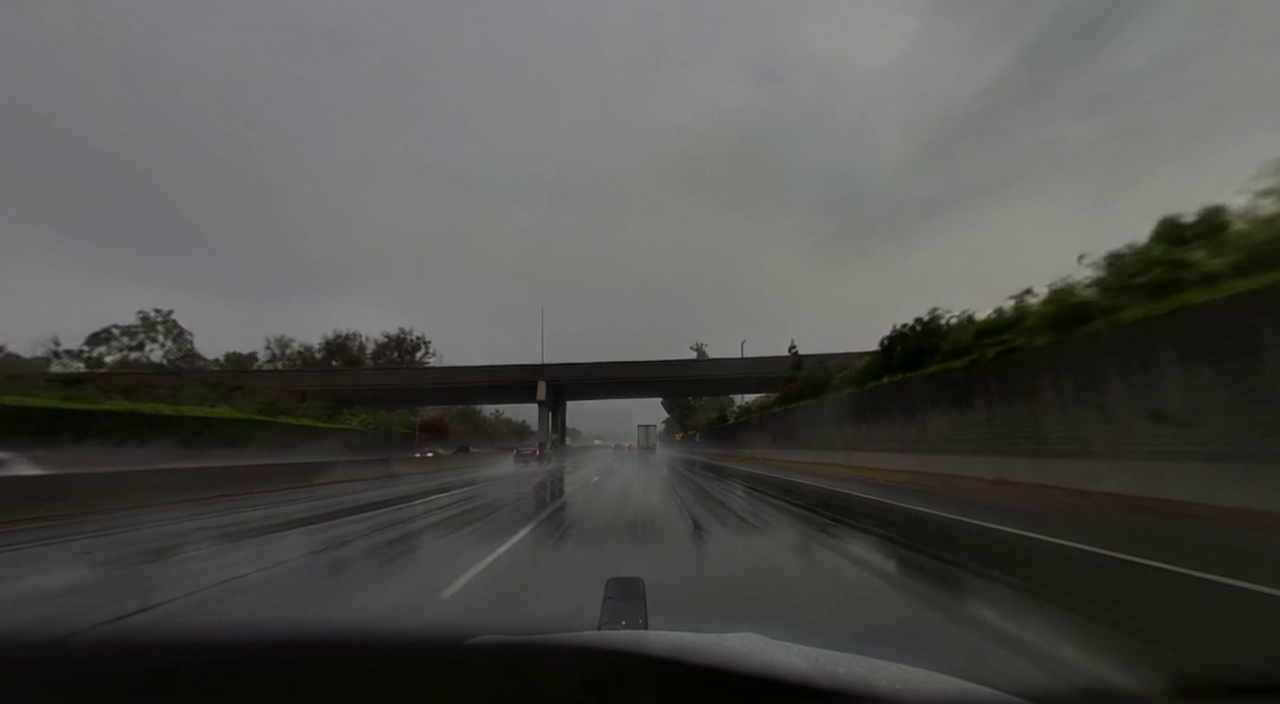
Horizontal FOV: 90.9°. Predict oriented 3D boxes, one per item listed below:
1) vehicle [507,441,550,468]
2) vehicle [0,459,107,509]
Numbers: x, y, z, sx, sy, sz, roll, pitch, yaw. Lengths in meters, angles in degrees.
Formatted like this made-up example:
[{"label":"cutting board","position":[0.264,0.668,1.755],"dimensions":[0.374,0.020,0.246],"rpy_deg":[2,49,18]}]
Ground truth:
[{"label":"vehicle","position":[-7.203,6.662,41.228],"dimensions":[1.981,1.685,4.171],"rpy_deg":[0,-8,1]},{"label":"vehicle","position":[-20.867,4.408,21.248],"dimensions":[1.779,1.445,4.509],"rpy_deg":[0,-8,1]}]
